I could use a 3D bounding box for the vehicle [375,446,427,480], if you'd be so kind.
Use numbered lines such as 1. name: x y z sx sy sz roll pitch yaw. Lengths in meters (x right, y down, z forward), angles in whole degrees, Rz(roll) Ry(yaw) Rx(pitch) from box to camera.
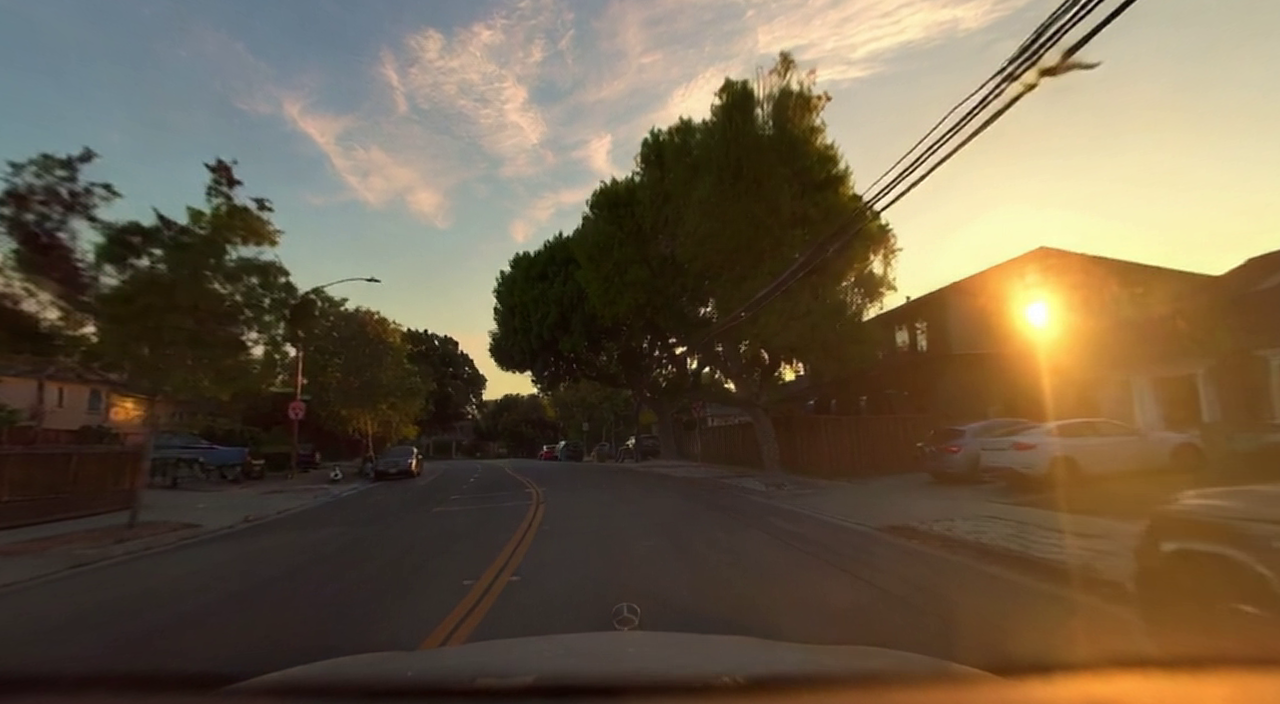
1. vehicle: -11.455 5.312 30.552 1.902 1.434 4.313 1 -8 -15

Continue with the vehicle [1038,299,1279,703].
1. vehicle: 3.797 0.642 1.698 2.214 1.962 4.733 0 -8 -2

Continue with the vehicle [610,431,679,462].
1. vehicle: 0.331 7.215 48.399 5.011 1.782 2.115 -5 -6 0
